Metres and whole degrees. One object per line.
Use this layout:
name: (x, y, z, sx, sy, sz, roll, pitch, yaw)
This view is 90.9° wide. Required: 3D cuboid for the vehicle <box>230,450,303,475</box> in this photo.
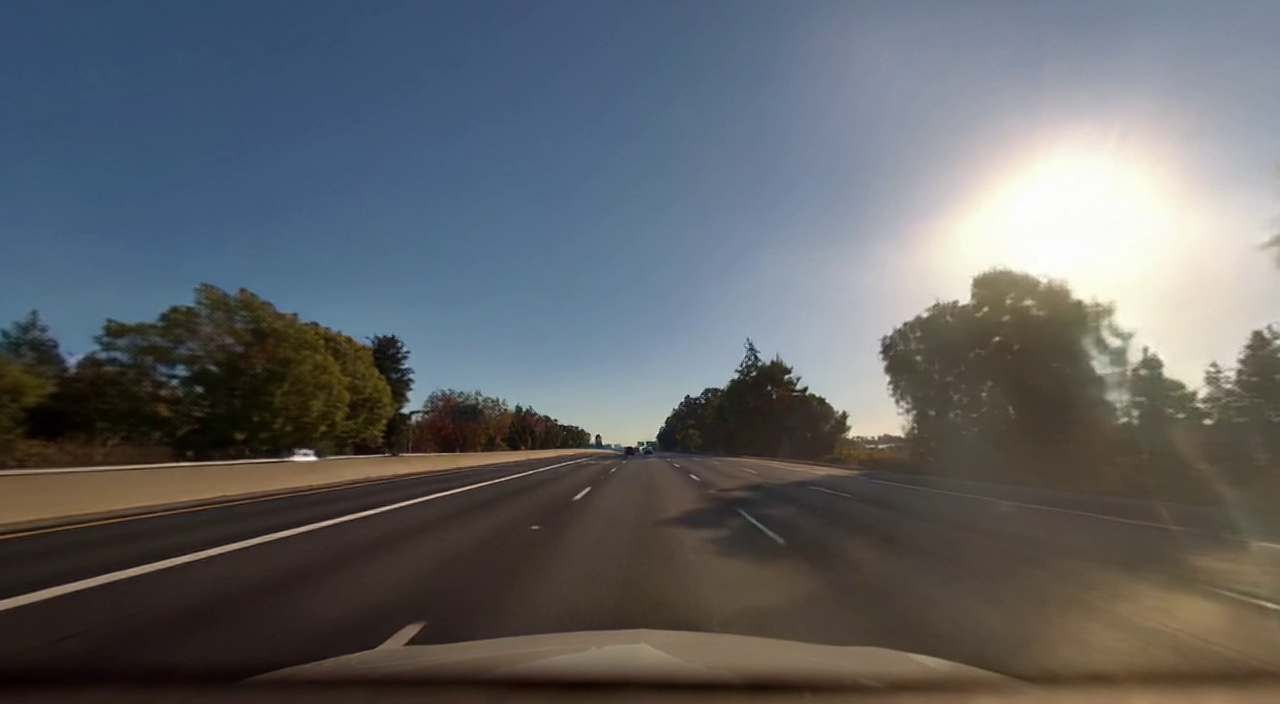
vehicle: (-24.358, 7.187, 41.313, 1.822, 1.479, 4.695, 0, -8, 1)
